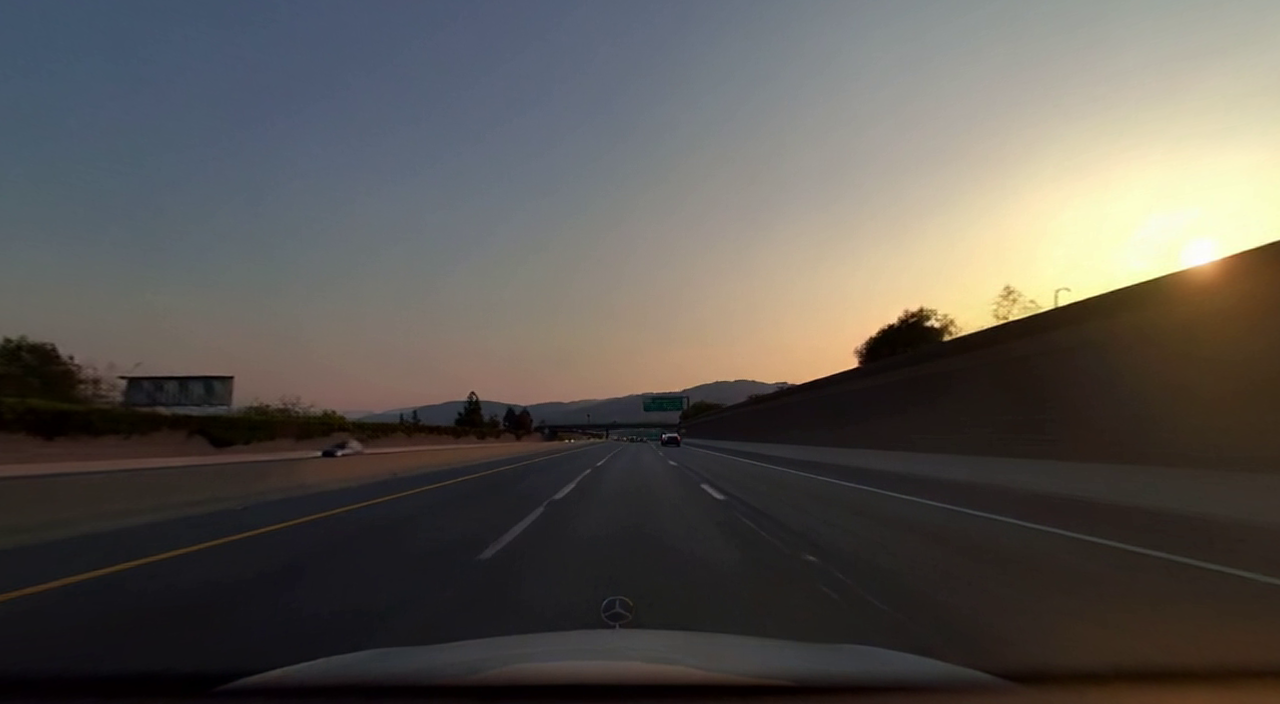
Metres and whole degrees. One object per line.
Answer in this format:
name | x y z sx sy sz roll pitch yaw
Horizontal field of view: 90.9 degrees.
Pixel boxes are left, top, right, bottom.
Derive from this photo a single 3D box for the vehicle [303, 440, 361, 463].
vehicle | -23.289 7.520 47.883 2.234 1.621 4.333 0 -8 -1
